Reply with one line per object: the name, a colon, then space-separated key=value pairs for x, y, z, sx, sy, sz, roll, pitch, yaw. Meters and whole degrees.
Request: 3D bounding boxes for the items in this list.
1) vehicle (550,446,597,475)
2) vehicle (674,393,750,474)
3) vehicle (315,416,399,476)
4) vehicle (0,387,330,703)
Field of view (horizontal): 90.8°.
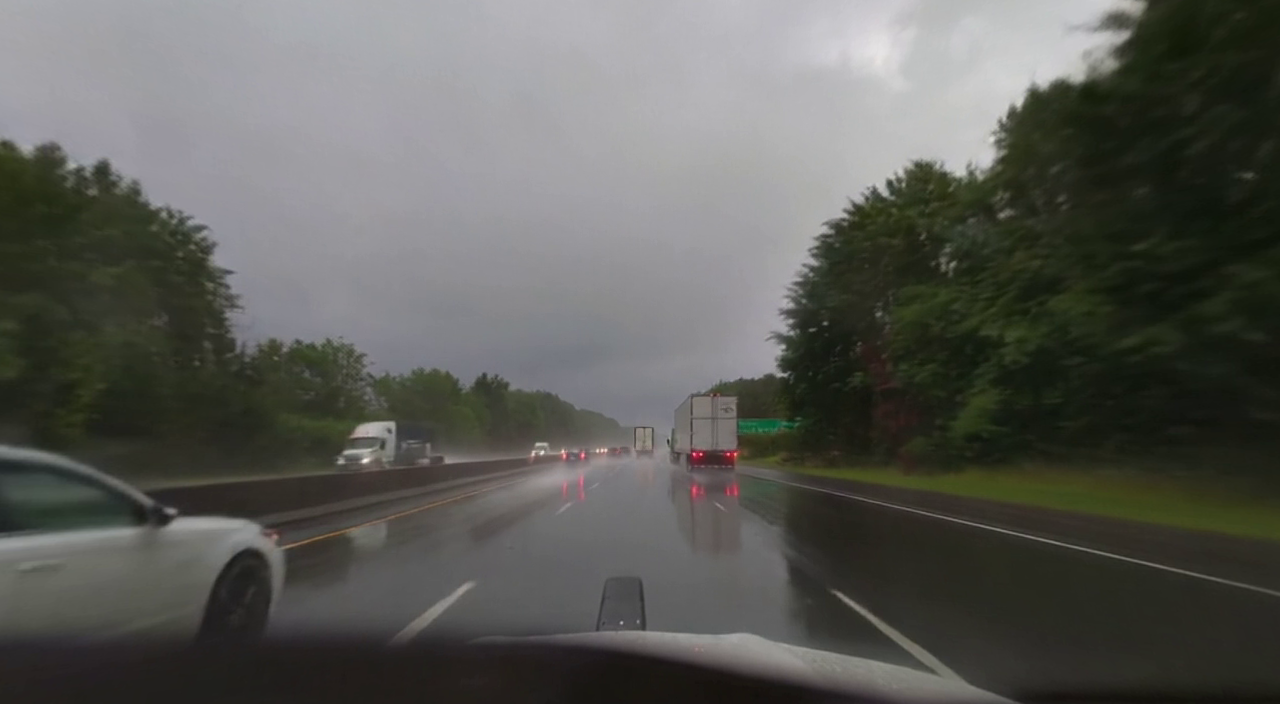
vehicle: x=-3.525 y=5.863 z=34.304 sx=2.121 sy=1.445 sz=4.651 roll=0 pitch=-9 yaw=0
vehicle: x=4.027 y=5.273 z=39.446 sx=2.974 sy=4.083 sz=14.389 roll=0 pitch=-9 yaw=0
vehicle: x=-19.524 y=6.580 z=43.967 sx=3.011 sy=3.819 sz=5.956 roll=0 pitch=-9 yaw=0
vehicle: x=-3.353 y=0.873 z=2.108 sx=2.104 sy=1.526 sz=4.940 roll=0 pitch=-9 yaw=0
